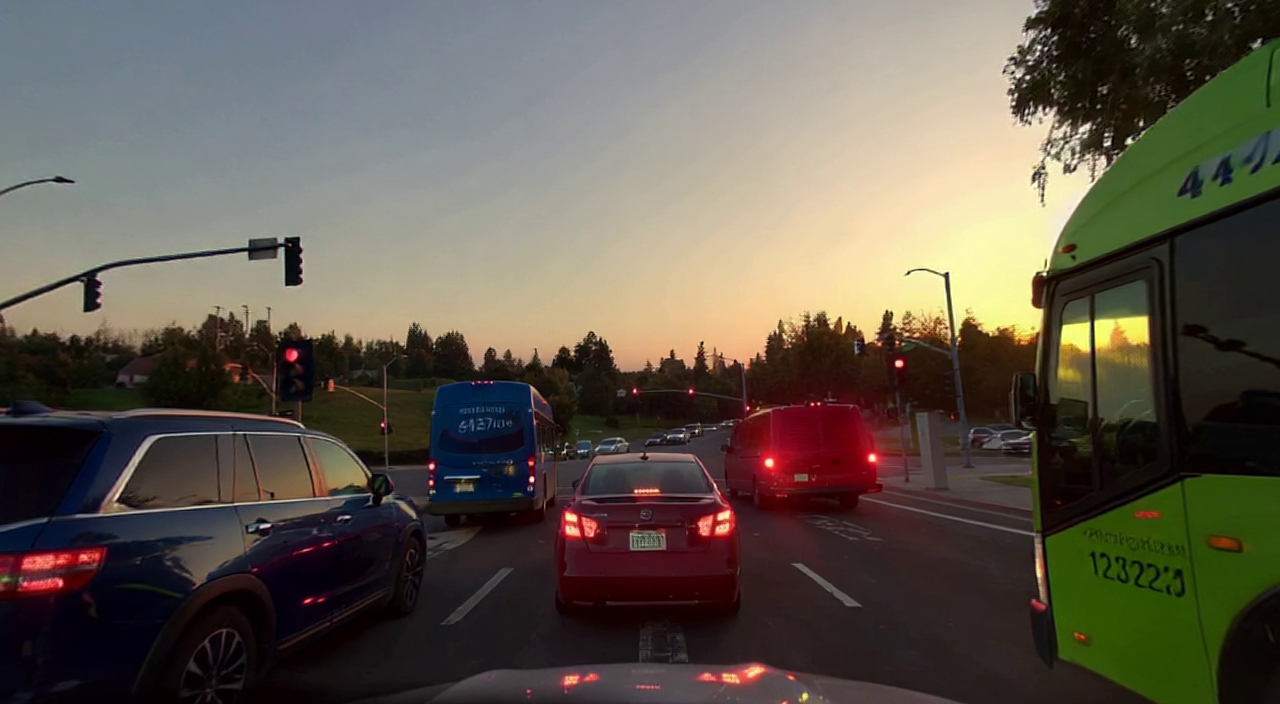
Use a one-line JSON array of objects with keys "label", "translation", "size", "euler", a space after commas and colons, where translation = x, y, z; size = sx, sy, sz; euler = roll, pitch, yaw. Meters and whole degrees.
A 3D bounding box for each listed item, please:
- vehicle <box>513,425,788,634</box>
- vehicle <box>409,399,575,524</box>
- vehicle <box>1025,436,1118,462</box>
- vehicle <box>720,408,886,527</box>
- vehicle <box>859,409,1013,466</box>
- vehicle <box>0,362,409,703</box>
[{"label": "vehicle", "translation": [0.068, 1.552, 6.429], "size": [1.976, 1.485, 3.624], "euler": [0, -8, 0]}, {"label": "vehicle", "translation": [-2.920, 2.356, 13.988], "size": [2.335, 2.221, 5.165], "euler": [0, -8, 1]}, {"label": "vehicle", "translation": [25.888, 5.823, 37.992], "size": [4.229, 1.489, 1.794], "euler": [0, -8, -2]}, {"label": "vehicle", "translation": [3.156, 2.400, 13.673], "size": [2.143, 2.036, 5.367], "euler": [0, -8, 0]}, {"label": "vehicle", "translation": [17.610, 5.133, 37.923], "size": [7.839, 3.213, 2.628], "euler": [0, -8, -3]}, {"label": "vehicle", "translation": [-3.405, 1.181, 4.643], "size": [1.921, 1.701, 3.989], "euler": [0, -8, -1]}]
